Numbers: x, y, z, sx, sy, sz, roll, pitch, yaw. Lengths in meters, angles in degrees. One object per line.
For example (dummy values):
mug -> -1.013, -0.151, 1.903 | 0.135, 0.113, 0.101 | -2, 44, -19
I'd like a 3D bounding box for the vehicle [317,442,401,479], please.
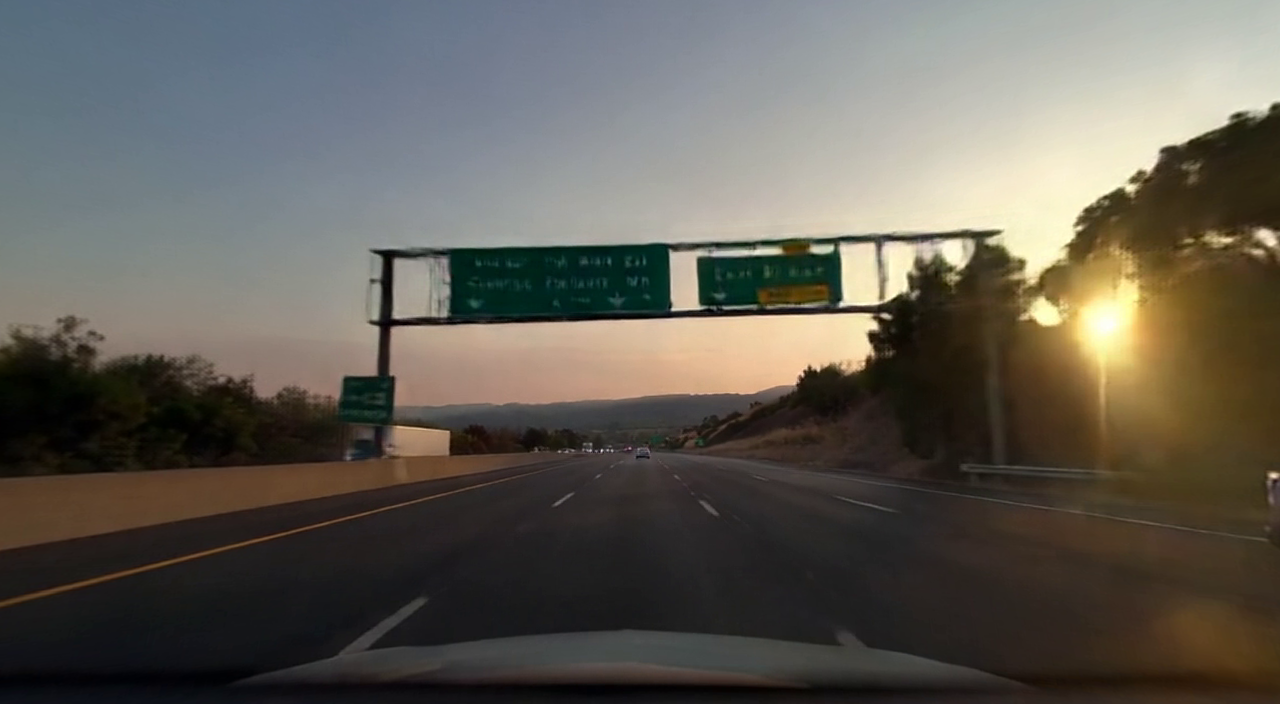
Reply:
vehicle -> -17.045, 6.593, 38.675 | 2.300, 2.045, 5.945 | 0, -9, 1
